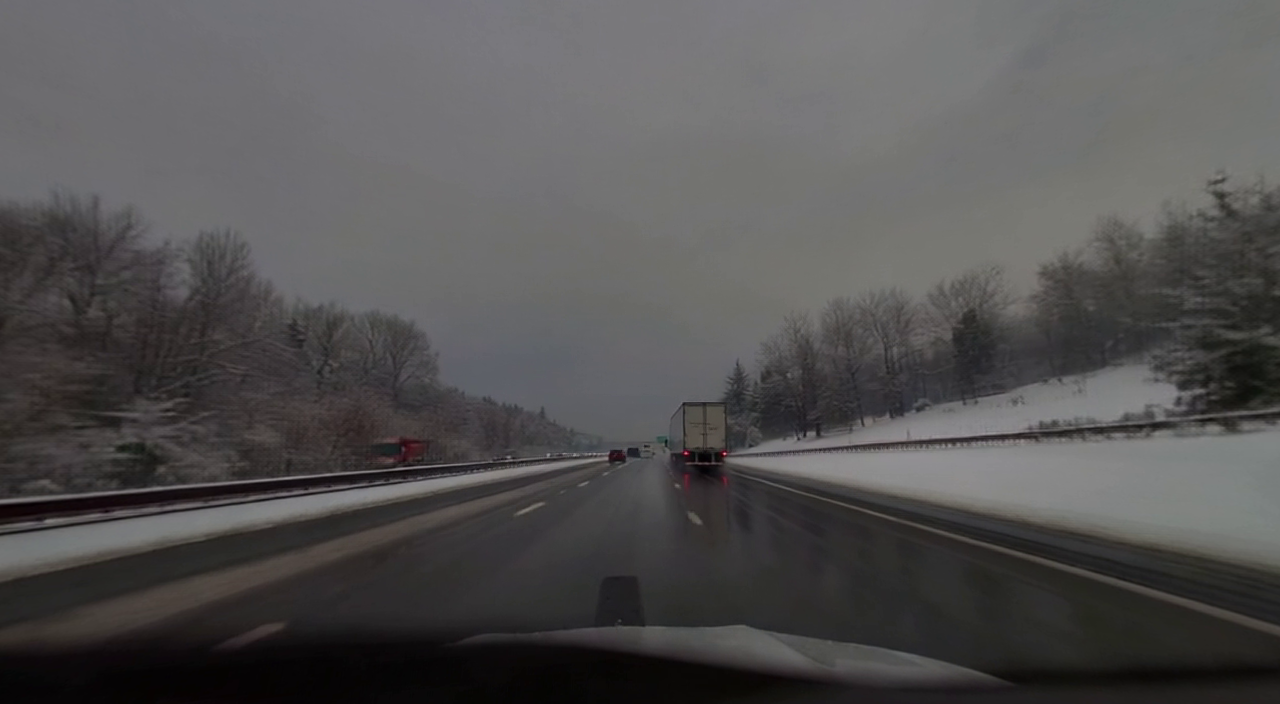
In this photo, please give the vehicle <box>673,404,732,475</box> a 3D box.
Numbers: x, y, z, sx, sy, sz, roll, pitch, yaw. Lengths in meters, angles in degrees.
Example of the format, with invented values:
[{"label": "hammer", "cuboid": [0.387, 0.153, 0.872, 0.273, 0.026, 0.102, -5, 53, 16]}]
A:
[{"label": "vehicle", "cuboid": [3.953, 6.192, 43.531, 2.901, 4.032, 14.338, 0, -9, 1]}]
